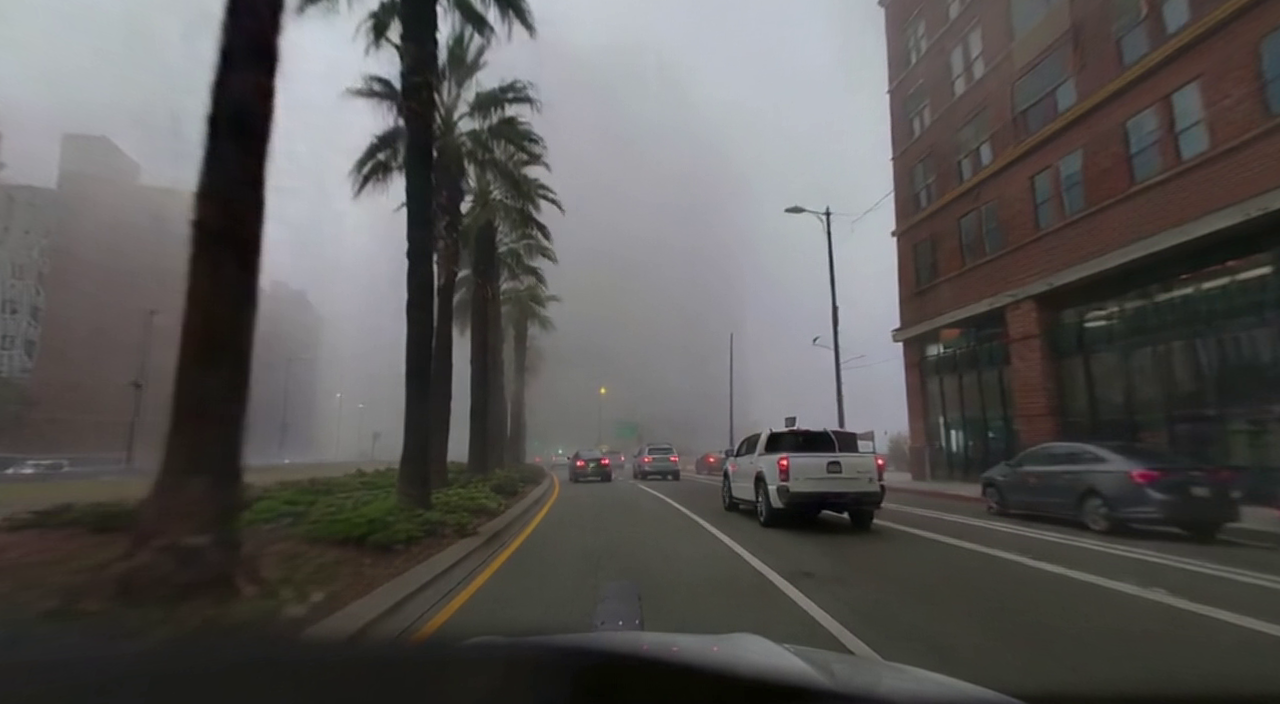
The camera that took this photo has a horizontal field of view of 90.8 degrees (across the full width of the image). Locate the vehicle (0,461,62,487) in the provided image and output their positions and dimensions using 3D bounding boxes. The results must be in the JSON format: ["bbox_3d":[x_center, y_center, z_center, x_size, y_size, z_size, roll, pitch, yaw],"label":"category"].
[{"bbox_3d":[-38.187,7.522,39.094,1.623,1.409,3.461,0,-9,-4],"label":"vehicle"}]

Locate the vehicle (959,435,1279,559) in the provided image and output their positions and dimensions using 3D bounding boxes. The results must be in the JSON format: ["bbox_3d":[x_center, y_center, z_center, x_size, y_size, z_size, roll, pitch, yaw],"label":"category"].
[{"bbox_3d":[7.587,2.139,10.186,2.160,1.494,4.721,0,-9,-4],"label":"vehicle"}]

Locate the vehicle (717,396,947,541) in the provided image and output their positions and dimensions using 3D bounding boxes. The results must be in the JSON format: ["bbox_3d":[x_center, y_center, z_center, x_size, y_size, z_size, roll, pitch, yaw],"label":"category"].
[{"bbox_3d":[3.261,2.151,12.246,2.434,2.171,5.098,1,-9,-5],"label":"vehicle"}]

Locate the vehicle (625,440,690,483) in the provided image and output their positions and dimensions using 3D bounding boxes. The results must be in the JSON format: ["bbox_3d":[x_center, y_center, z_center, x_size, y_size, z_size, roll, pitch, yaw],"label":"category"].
[{"bbox_3d":[0.742,5.455,31.845,2.407,1.991,5.130,1,-9,-9],"label":"vehicle"}]

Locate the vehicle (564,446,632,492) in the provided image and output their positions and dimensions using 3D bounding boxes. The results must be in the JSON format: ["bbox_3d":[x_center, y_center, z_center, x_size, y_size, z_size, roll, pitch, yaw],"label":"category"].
[{"bbox_3d":[-1.791,4.569,25.194,2.332,1.625,4.933,1,-9,-8],"label":"vehicle"}]
